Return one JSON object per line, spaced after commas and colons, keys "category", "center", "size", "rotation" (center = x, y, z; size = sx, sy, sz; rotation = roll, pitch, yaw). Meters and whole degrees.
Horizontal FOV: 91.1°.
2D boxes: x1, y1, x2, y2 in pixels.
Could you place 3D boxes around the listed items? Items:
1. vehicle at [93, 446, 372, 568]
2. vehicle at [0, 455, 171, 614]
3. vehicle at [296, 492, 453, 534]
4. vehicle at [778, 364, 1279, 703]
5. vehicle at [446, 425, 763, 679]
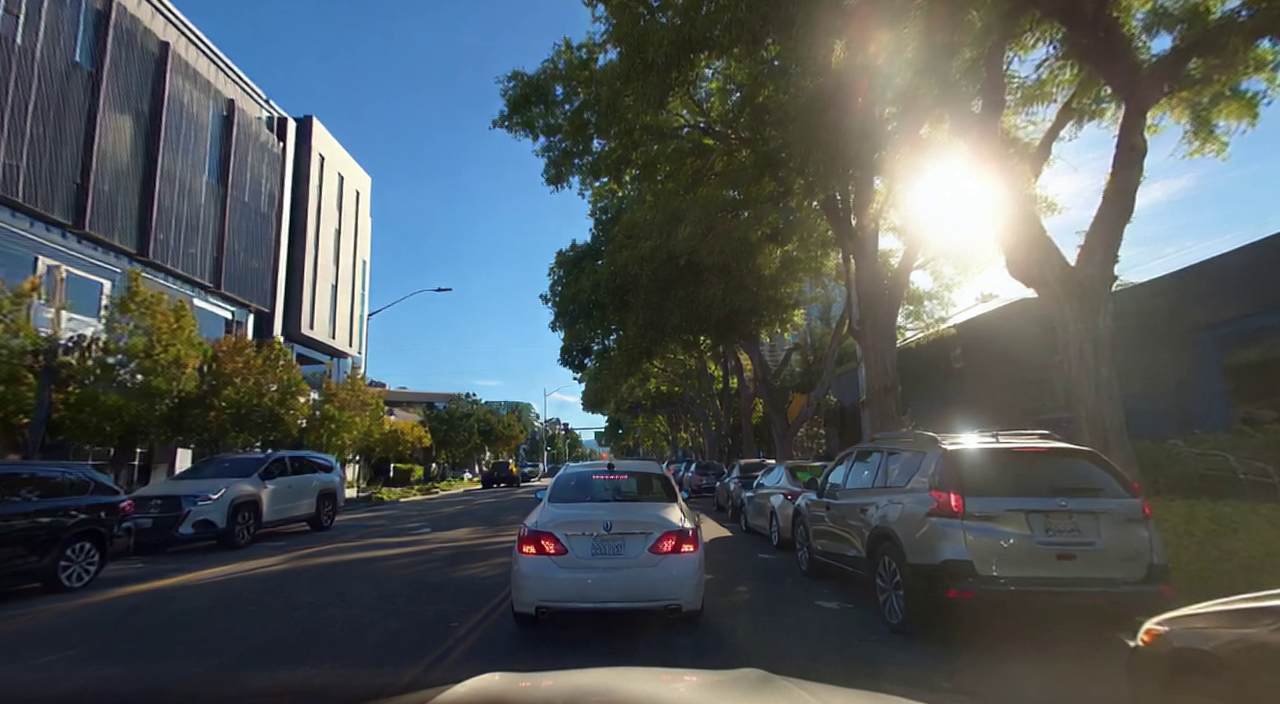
{"category": "vehicle", "center": [-6.828, 2.614, 11.334], "size": [1.994, 1.701, 4.520], "rotation": [0, -10, 0]}
{"category": "vehicle", "center": [-6.986, 1.702, 5.874], "size": [1.900, 1.471, 4.202], "rotation": [1, -10, 0]}
{"category": "vehicle", "center": [-6.948, 4.313, 17.160], "size": [2.223, 0.774, 4.789], "rotation": [1, -10, 0]}
{"category": "vehicle", "center": [2.707, 1.434, 5.710], "size": [1.868, 1.920, 4.501], "rotation": [1, -10, 0]}
{"category": "vehicle", "center": [-0.200, 1.617, 5.932], "size": [2.018, 1.583, 3.646], "rotation": [1, -10, 1]}
